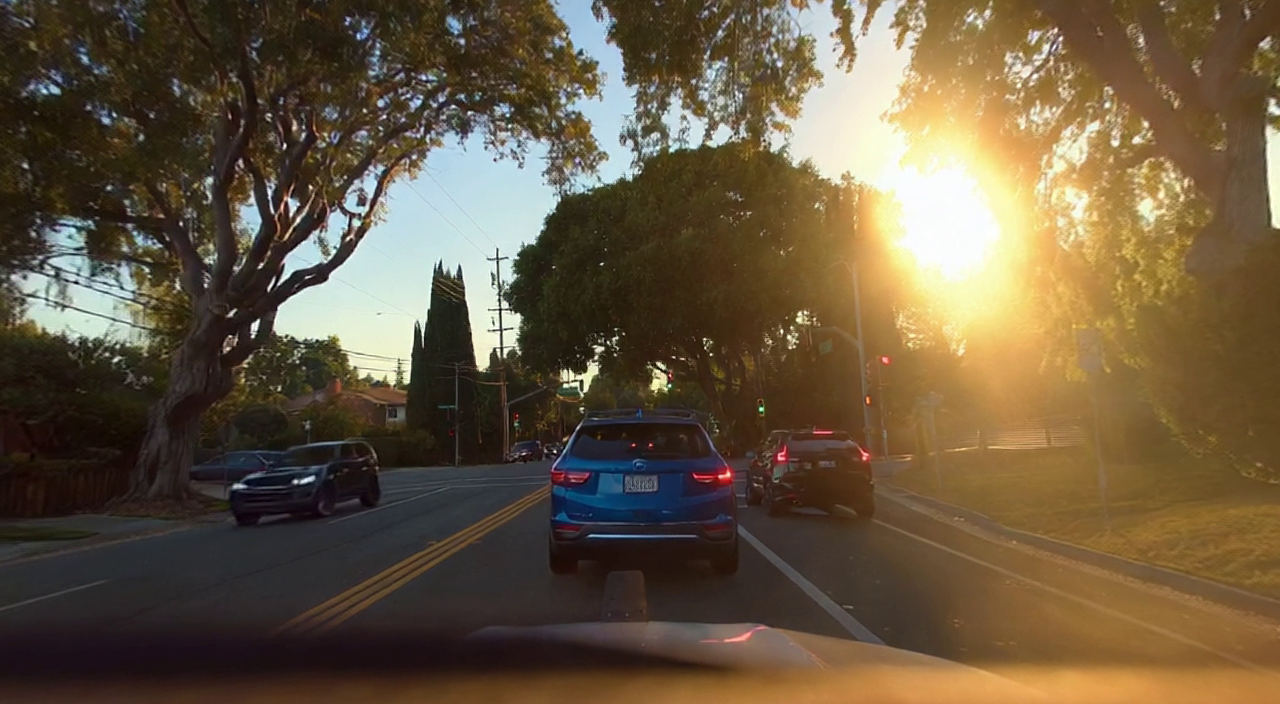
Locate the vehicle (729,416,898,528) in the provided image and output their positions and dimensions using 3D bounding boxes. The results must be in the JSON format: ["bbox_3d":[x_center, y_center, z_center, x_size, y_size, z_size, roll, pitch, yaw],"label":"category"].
[{"bbox_3d":[3.069,2.220,12.205,1.967,1.756,4.281,0,-8,-1],"label":"vehicle"}]

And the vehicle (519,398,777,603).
[{"bbox_3d":[0.054,1.541,7.393,2.151,1.695,4.100,0,-8,0],"label":"vehicle"}]

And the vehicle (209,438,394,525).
[{"bbox_3d":[-7.400,2.825,14.327,1.985,1.672,3.960,0,-8,0],"label":"vehicle"}]
